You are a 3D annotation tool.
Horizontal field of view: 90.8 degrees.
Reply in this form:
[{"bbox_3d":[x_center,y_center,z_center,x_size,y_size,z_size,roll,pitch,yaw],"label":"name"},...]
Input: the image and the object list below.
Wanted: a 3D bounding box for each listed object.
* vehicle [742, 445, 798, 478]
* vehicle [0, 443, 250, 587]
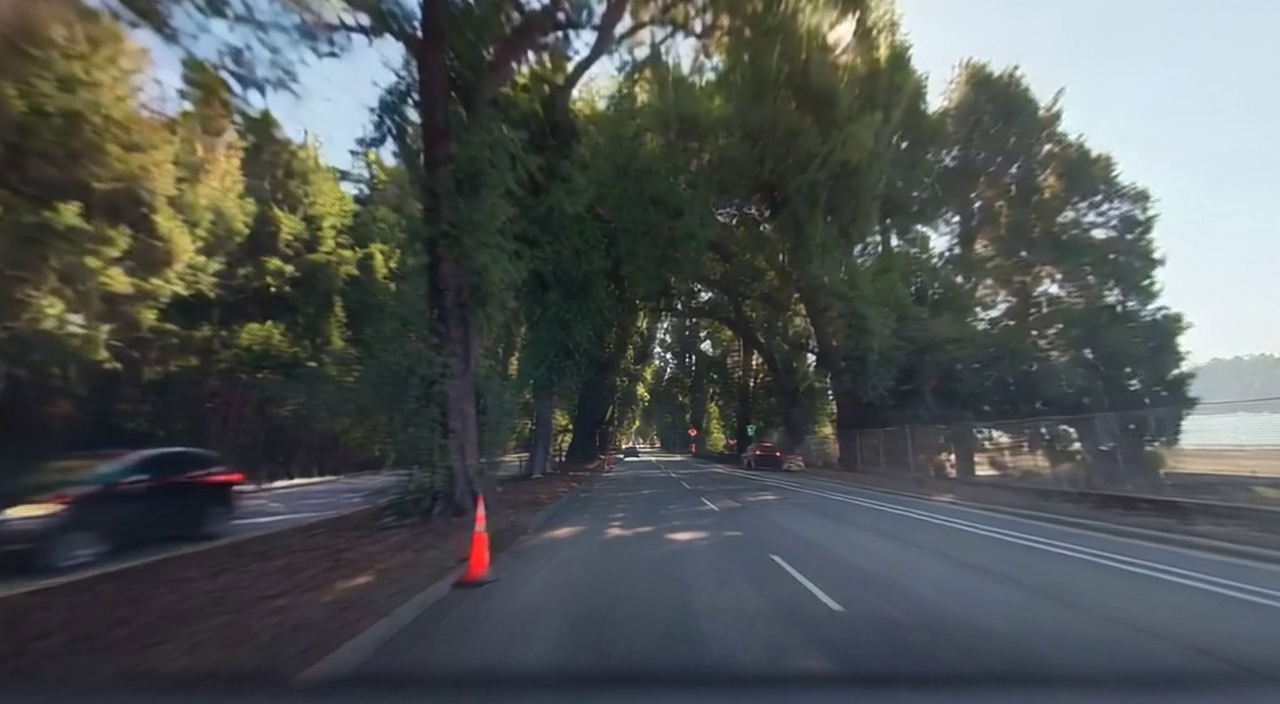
[{"bbox_3d":[6.233,5.296,30.843,1.904,1.470,4.583,-1,-8,2],"label":"vehicle"},{"bbox_3d":[-7.526,1.956,8.381,1.907,1.455,4.404,0,-8,0],"label":"vehicle"}]
